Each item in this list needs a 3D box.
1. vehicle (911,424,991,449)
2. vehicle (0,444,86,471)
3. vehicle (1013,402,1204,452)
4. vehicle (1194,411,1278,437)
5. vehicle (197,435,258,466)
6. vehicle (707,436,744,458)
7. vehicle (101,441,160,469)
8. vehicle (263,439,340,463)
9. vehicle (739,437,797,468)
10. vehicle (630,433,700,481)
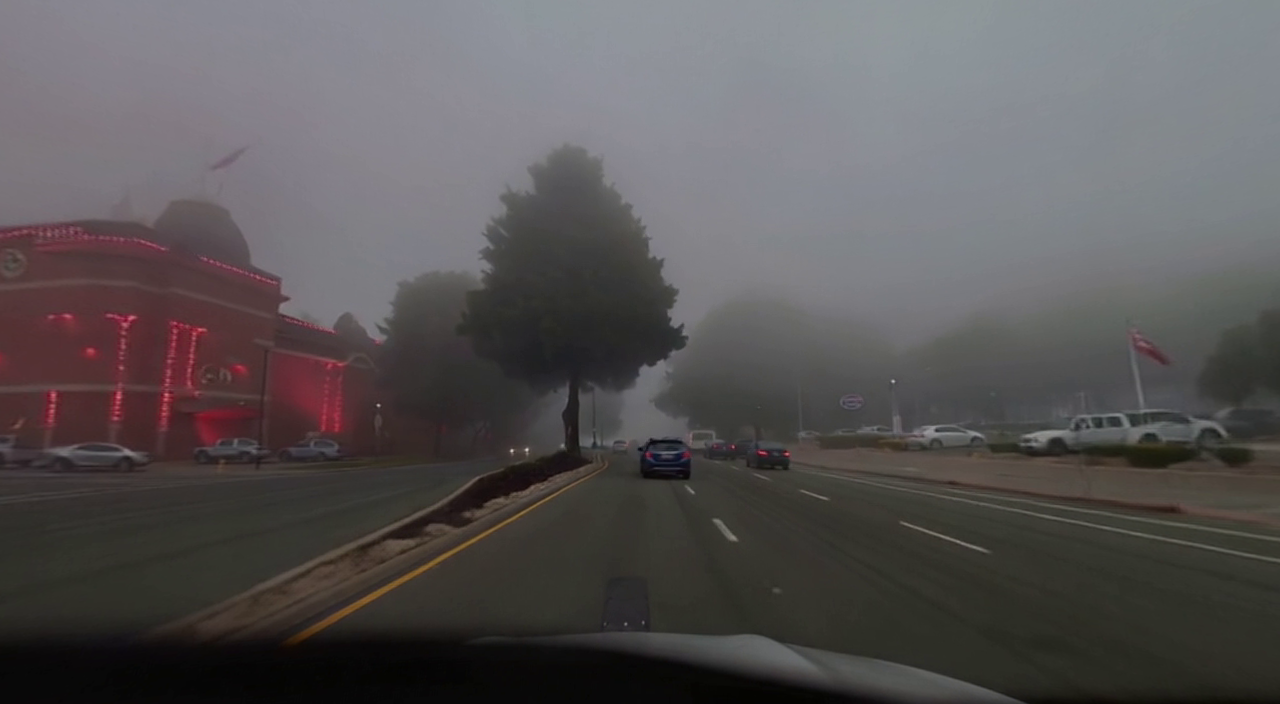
[{"bbox_3d":[19.732,5.395,40.096,4.059,1.563,1.995,1,-8,-2],"label":"vehicle"},{"bbox_3d":[-37.310,6.494,39.131,1.734,1.425,4.447,0,-7,1],"label":"vehicle"},{"bbox_3d":[19.443,3.181,26.401,6.173,1.962,2.208,0,-9,0],"label":"vehicle"},{"bbox_3d":[35.485,4.372,37.687,1.847,1.424,4.455,-3,-9,19],"label":"vehicle"},{"bbox_3d":[-28.767,6.808,43.865,5.346,1.985,2.207,-8,-11,42],"label":"vehicle"},{"bbox_3d":[6.695,7.498,49.735,2.105,1.646,4.612,0,-8,-2],"label":"vehicle"},{"bbox_3d":[-32.366,6.473,39.985,5.148,1.674,2.163,-8,-11,44],"label":"vehicle"},{"bbox_3d":[-26.734,7.837,49.858,4.853,1.788,2.059,0,-7,1],"label":"vehicle"},{"bbox_3d":[6.687,5.303,33.405,2.016,1.479,4.532,0,-8,-1],"label":"vehicle"},{"bbox_3d":[0.734,3.615,22.024,2.091,1.472,4.697,0,-8,-2],"label":"vehicle"}]
